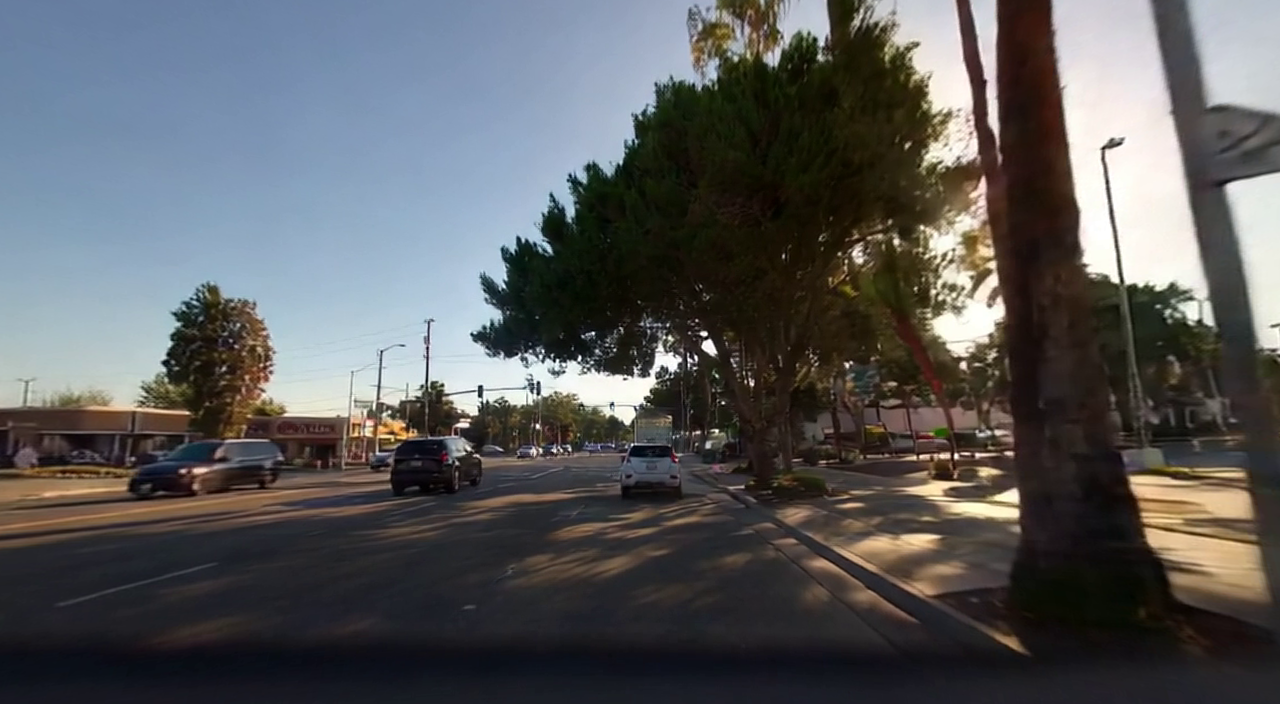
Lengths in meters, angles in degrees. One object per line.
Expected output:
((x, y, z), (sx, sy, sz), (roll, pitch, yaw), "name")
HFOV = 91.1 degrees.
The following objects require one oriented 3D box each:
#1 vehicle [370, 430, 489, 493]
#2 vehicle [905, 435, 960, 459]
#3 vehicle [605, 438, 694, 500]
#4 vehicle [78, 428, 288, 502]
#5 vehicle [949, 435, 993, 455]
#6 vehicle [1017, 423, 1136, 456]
((-6.306, 3.339, 19.434), (2.057, 1.705, 4.394), (0, -9, 1), "vehicle")
((20.168, 6.545, 43.192), (4.471, 1.501, 1.952), (9, -12, -44), "vehicle")
((0.290, 3.152, 17.396), (2.145, 1.483, 4.453), (0, -9, 1), "vehicle")
((-12.971, 3.243, 18.456), (2.128, 1.818, 5.441), (0, -9, -1), "vehicle")
((25.795, 7.216, 48.831), (1.781, 1.477, 4.202), (-8, -12, 44), "vehicle")
((26.317, 5.307, 37.952), (5.769, 1.925, 2.364), (2, -9, -10), "vehicle")
